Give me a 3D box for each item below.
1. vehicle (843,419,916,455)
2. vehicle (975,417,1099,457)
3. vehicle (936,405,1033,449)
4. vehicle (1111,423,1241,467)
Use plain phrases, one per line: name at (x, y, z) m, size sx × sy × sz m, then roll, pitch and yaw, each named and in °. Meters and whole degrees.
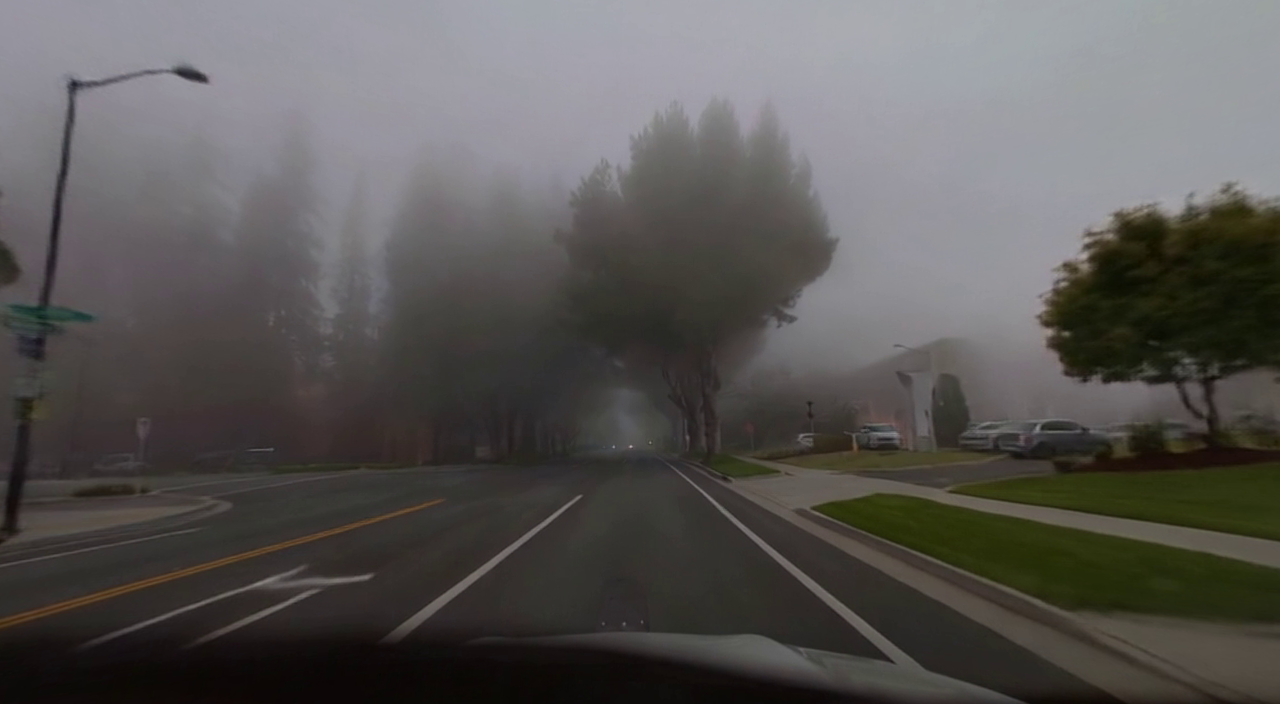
vehicle at (11.826, 4.267, 31.516) m, size 2.036 × 1.636 × 4.995 m, roll 0°, pitch -8°, yaw 5°
vehicle at (15.240, 3.352, 24.539) m, size 1.866 × 1.420 × 4.447 m, roll 0°, pitch -9°, yaw 0°
vehicle at (16.939, 3.806, 31.339) m, size 2.027 × 1.910 × 4.824 m, roll -3°, pitch -8°, yaw 1°
vehicle at (20.623, 3.630, 24.491) m, size 1.766 × 1.560 × 3.695 m, roll 0°, pitch -8°, yaw 0°
